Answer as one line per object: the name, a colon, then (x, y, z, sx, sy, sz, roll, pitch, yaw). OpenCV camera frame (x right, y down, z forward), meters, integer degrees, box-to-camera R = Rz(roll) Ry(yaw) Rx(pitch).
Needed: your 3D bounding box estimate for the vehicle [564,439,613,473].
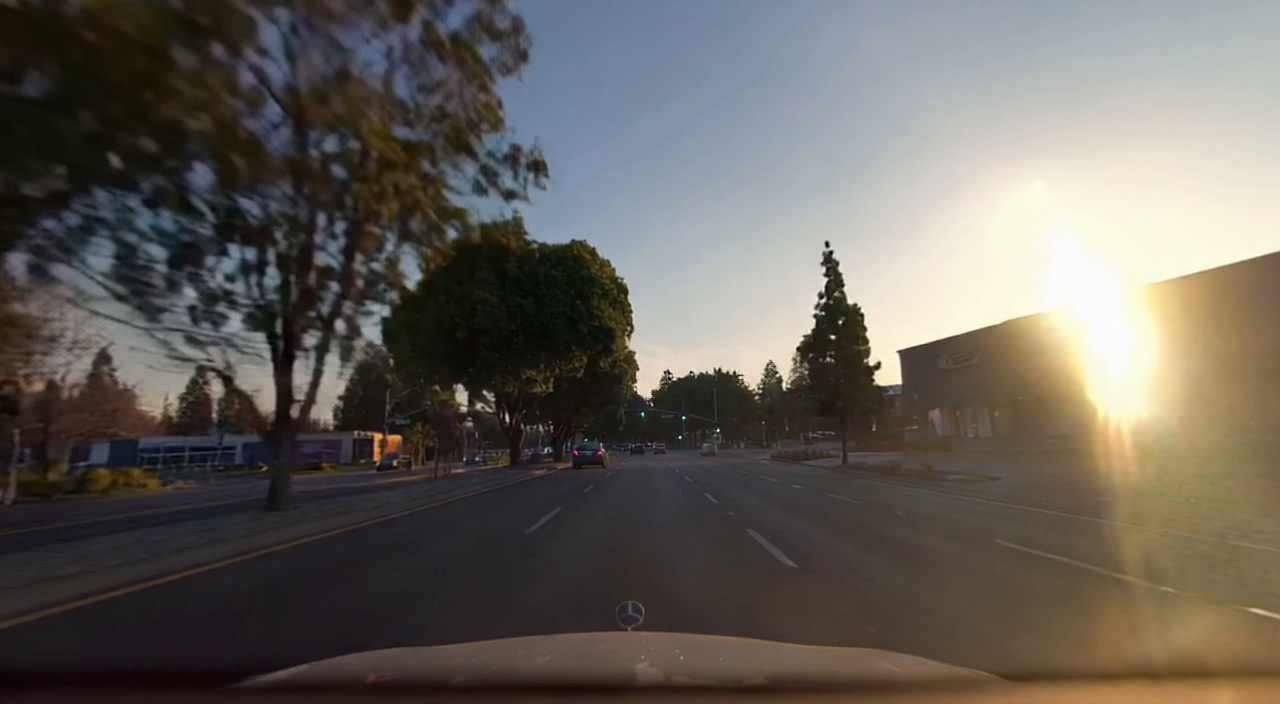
vehicle: (-2.618, 5.438, 33.294, 2.121, 1.656, 4.559, 0, -8, 1)
